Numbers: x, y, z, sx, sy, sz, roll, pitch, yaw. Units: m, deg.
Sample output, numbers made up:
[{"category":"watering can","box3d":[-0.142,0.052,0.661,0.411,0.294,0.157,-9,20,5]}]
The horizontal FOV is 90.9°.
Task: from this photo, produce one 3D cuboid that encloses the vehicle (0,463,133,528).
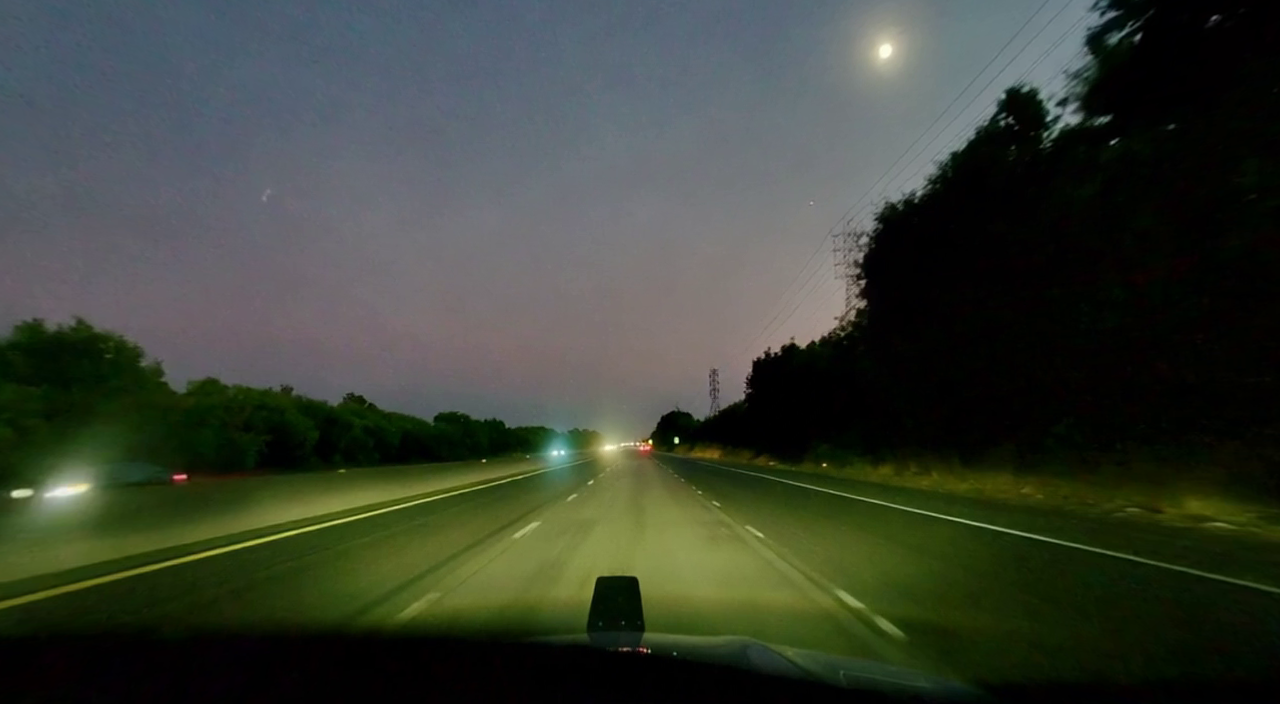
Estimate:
[{"category":"vehicle","box3d":[-16.132,3.739,16.815,1.843,1.443,4.036,0,-9,-1]}]
